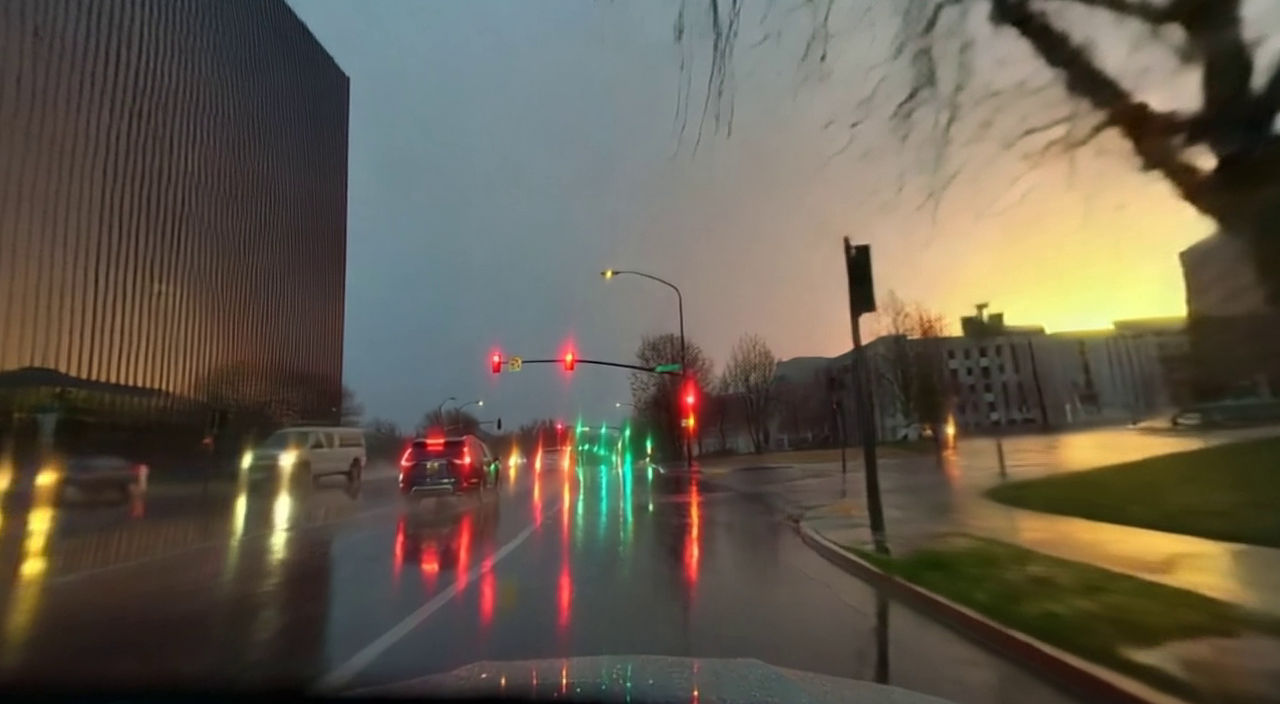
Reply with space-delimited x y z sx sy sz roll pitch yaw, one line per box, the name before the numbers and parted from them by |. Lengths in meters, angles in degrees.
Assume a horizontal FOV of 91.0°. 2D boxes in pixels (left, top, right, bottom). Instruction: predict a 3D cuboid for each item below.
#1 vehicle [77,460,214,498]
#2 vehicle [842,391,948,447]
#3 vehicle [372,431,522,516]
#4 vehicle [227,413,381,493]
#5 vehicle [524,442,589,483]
vehicle | -23.615 6.053 30.307 2.103 1.590 4.613 -4 -10 24
vehicle | 15.113 4.101 37.734 4.005 2.827 4.538 4 -11 -11
vehicle | -4.465 2.912 15.471 2.169 1.741 4.588 0 -9 1
vehicle | -16.996 5.273 32.832 3.394 3.584 8.313 0 -9 0
vehicle | -4.053 5.465 31.457 2.384 1.849 5.009 0 -9 2
